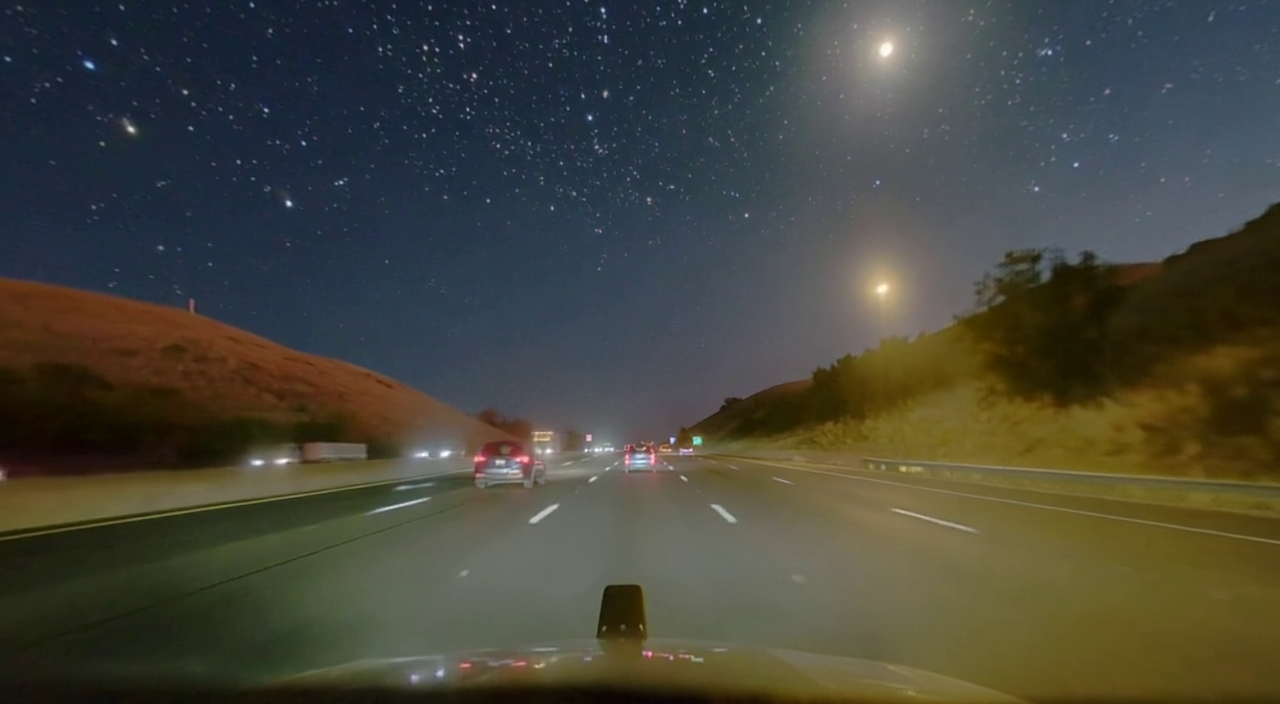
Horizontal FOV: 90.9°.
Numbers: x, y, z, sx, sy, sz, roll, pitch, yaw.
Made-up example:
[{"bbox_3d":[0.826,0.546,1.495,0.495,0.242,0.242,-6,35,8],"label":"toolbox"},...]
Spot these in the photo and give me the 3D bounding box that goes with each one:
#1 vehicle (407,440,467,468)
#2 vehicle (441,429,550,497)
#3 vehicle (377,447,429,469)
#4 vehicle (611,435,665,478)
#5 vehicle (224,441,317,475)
[{"bbox_3d":[-12.361,6.252,38.753,1.921,1.577,4.913,0,-8,1],"label":"vehicle"},{"bbox_3d":[-3.933,3.112,18.000,2.076,1.690,4.113,0,-8,1],"label":"vehicle"},{"bbox_3d":[-16.393,7.307,43.822,1.875,1.440,4.412,0,-8,0],"label":"vehicle"},{"bbox_3d":[-0.067,4.417,26.857,2.086,1.685,4.206,0,-8,0],"label":"vehicle"},{"bbox_3d":[-23.362,6.694,40.255,2.254,1.961,5.952,0,-8,1],"label":"vehicle"}]
